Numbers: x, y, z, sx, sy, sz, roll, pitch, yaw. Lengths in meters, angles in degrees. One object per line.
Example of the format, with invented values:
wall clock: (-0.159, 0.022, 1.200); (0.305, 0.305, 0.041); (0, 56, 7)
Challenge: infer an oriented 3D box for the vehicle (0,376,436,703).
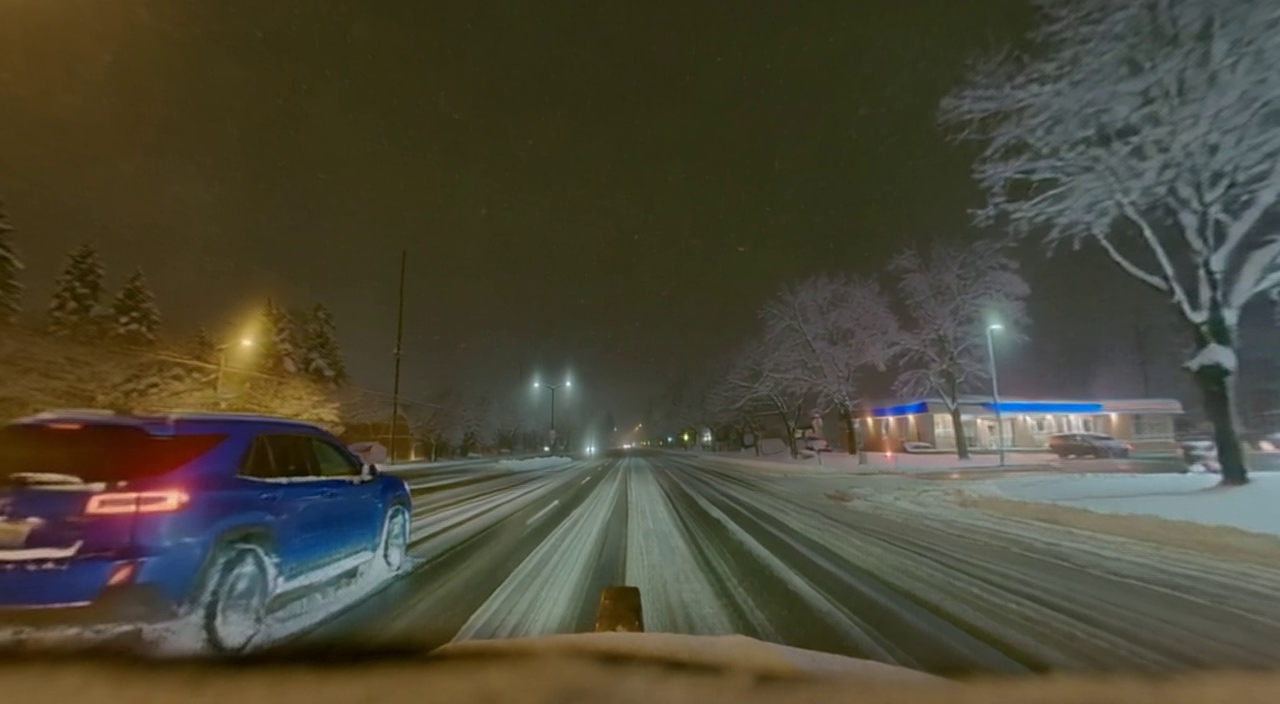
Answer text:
vehicle: (-3.448, 1.279, 5.126); (2.039, 1.656, 4.710); (0, -9, -1)

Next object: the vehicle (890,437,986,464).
vehicle: (17.478, 5.845, 37.146); (4.671, 1.466, 1.937); (0, -10, 5)

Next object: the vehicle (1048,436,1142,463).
vehicle: (30.058, 6.461, 41.733); (4.507, 1.752, 2.016); (-1, -9, 9)
